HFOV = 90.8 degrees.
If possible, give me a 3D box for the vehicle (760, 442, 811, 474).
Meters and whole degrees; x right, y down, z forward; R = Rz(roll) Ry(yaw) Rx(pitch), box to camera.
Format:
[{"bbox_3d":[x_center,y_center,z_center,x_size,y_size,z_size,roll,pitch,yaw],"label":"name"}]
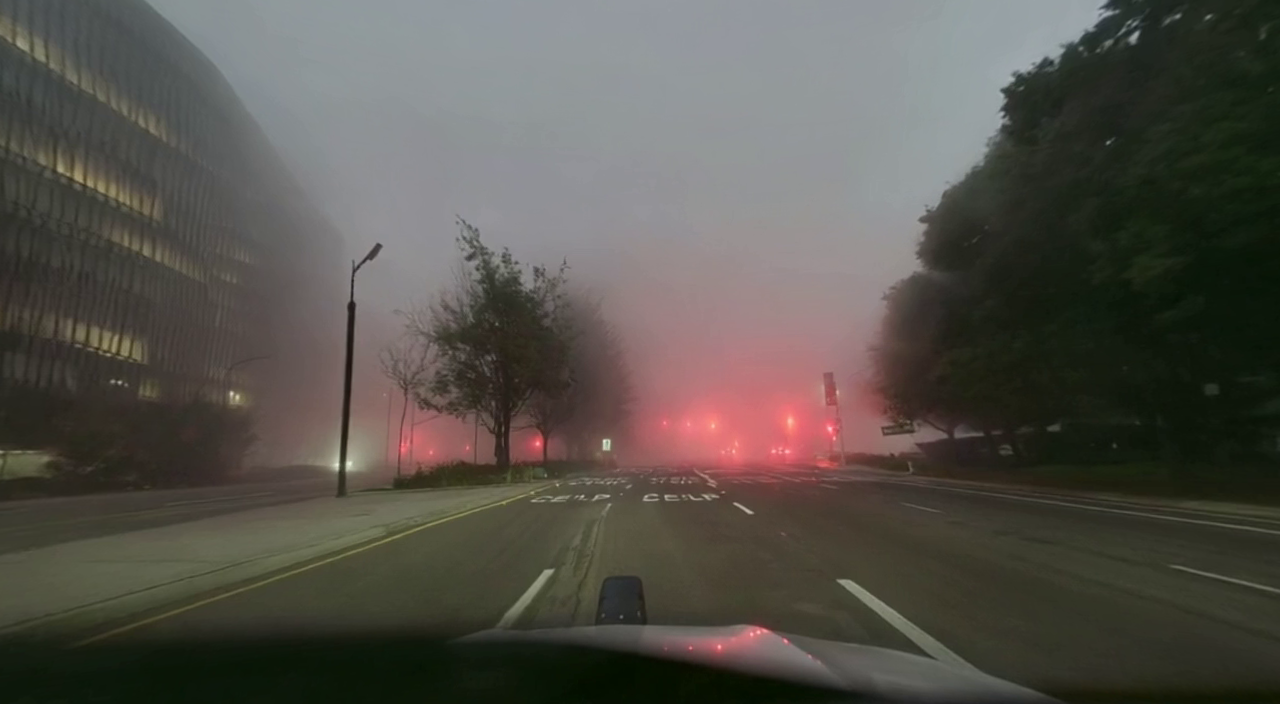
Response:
[{"bbox_3d":[9.019,6.604,39.571,2.156,1.881,4.743,0,-9,1],"label":"vehicle"}]
